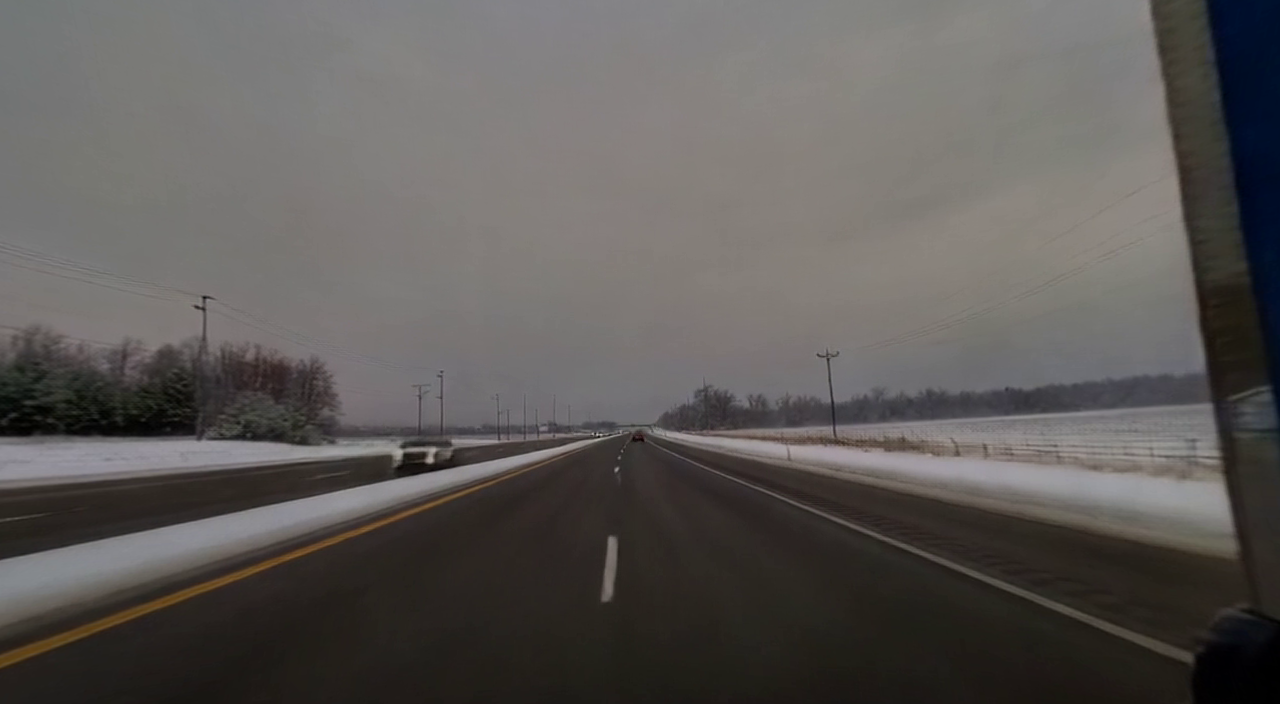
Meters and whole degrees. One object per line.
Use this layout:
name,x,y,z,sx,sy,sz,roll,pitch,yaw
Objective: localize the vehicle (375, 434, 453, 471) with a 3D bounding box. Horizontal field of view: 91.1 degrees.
vehicle,-9.922,4.422,28.007,1.879,1.461,4.558,0,-8,-1
